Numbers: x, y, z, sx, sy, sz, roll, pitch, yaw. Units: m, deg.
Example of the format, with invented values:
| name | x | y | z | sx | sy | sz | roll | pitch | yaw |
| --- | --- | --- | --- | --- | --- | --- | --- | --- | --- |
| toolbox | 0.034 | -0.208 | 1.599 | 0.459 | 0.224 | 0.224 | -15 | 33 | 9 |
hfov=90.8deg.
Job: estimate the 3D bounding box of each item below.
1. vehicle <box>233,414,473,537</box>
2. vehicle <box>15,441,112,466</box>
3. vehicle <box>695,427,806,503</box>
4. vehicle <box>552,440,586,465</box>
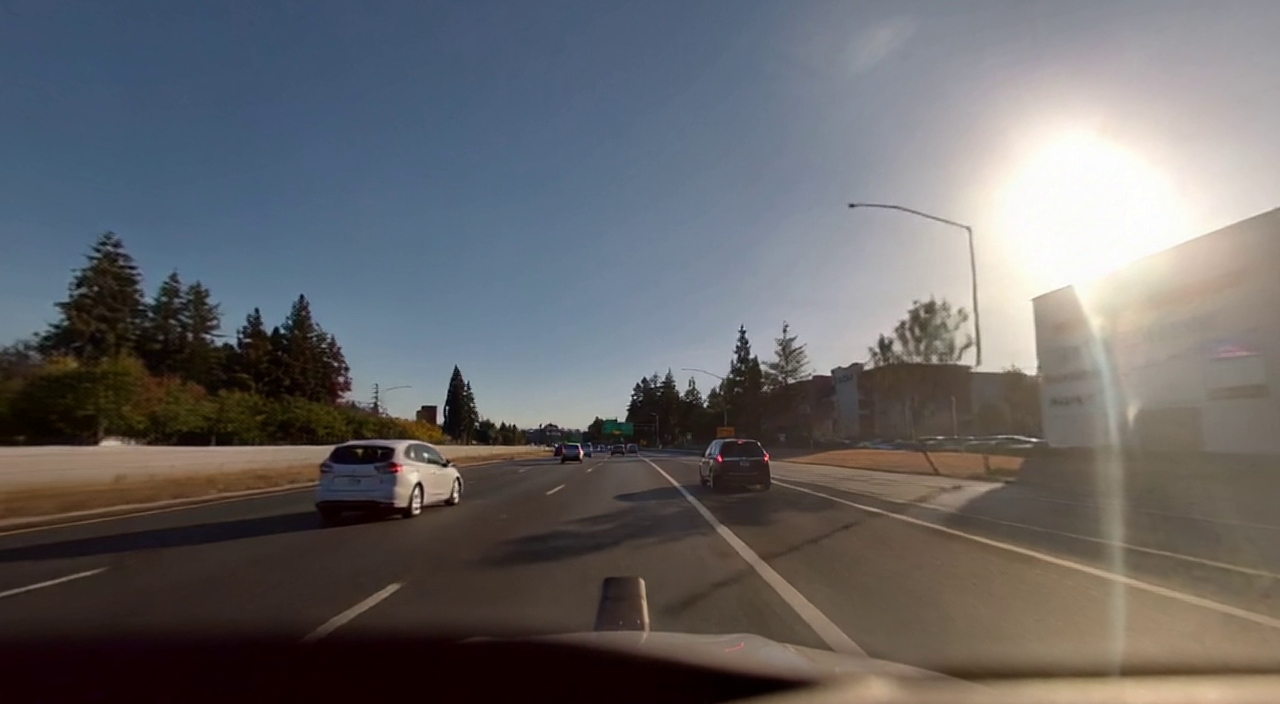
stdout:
| name | x | y | z | sx | sy | sz | roll | pitch | yaw |
| --- | --- | --- | --- | --- | --- | --- | --- | --- | --- |
| vehicle | -4.804 | 2.144 | 11.607 | 2.176 | 1.779 | 4.755 | 0 | -8 | 0 |
| vehicle | -35.186 | 6.183 | 38.733 | 1.825 | 1.450 | 4.300 | 0 | -8 | 1 |
| vehicle | 2.672 | 2.861 | 16.409 | 1.997 | 1.686 | 4.247 | 0 | -8 | -2 |
| vehicle | -5.268 | 7.571 | 47.675 | 2.160 | 1.794 | 4.646 | 0 | -8 | -2 |
